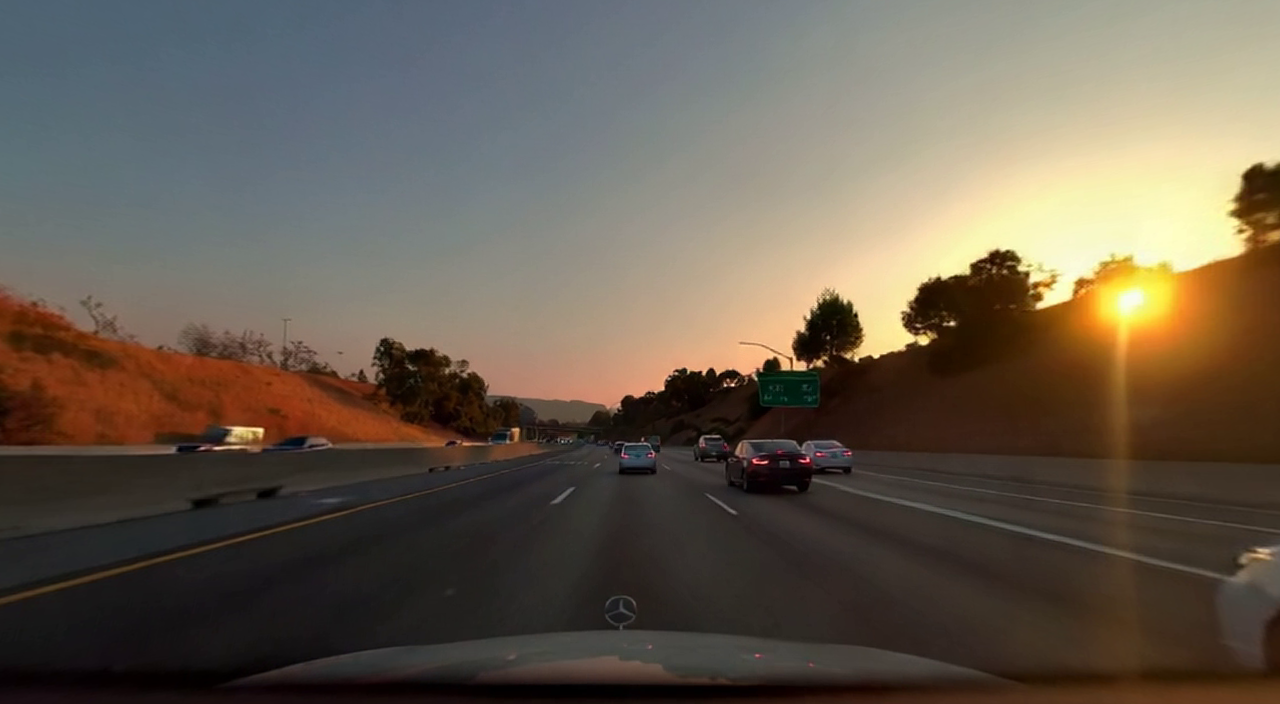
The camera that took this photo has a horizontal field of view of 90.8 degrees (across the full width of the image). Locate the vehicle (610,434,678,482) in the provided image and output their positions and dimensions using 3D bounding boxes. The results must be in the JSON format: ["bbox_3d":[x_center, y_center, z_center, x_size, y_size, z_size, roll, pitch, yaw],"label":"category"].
[{"bbox_3d":[0.062,3.584,21.593,2.098,1.475,3.997,0,-8,-2],"label":"vehicle"}]

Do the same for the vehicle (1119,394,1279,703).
[{"bbox_3d":[3.541,0.684,0.878,1.993,1.504,4.781,0,-8,0],"label":"vehicle"}]

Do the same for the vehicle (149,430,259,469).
[{"bbox_3d":[-22.201,5.007,32.508,1.995,1.805,5.189,0,-8,-1],"label":"vehicle"}]

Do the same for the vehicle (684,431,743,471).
[{"bbox_3d":[3.221,4.450,28.523,1.997,1.663,4.169,0,-8,-3],"label":"vehicle"}]

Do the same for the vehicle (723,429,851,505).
[{"bbox_3d":[3.227,2.620,14.816,1.856,1.517,4.198,0,-8,-2],"label":"vehicle"}]

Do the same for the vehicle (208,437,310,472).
[{"bbox_3d":[-17.501,4.734,29.326,2.018,1.489,4.474,0,-8,-1],"label":"vehicle"}]
